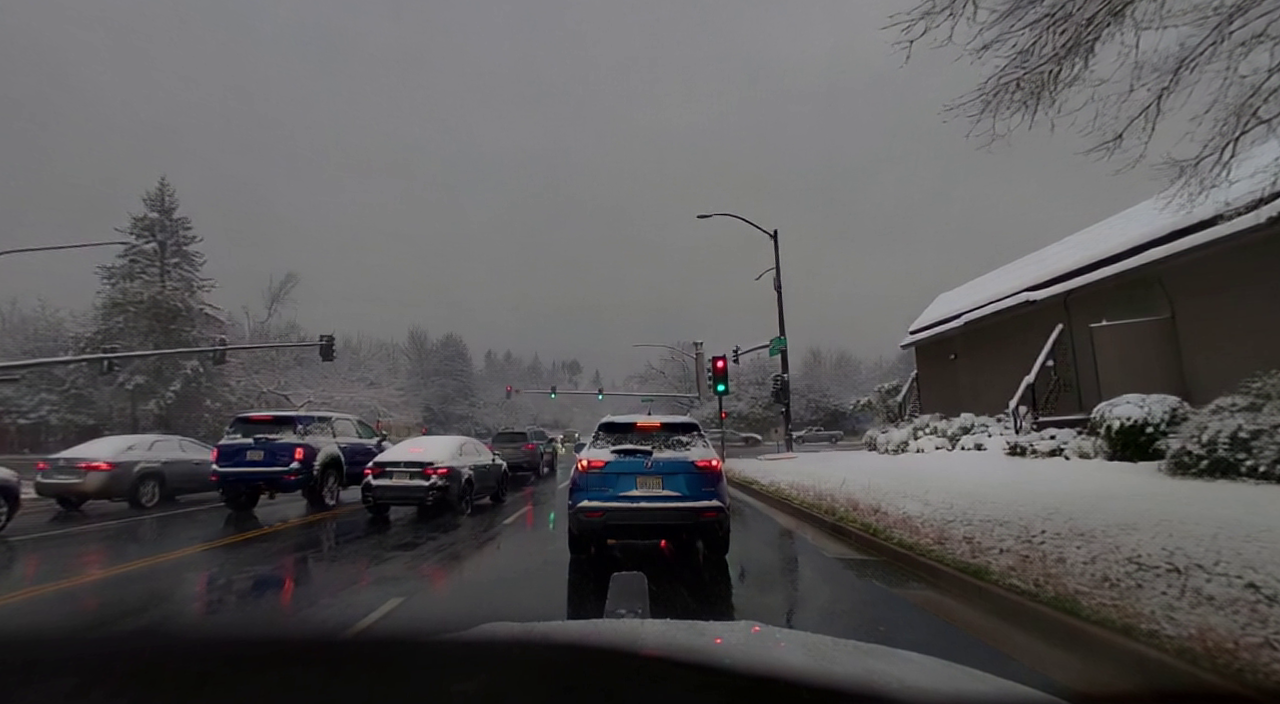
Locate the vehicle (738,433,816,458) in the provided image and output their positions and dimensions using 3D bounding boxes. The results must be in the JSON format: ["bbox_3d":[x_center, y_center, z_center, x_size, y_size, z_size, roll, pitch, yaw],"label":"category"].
[{"bbox_3d":[8.321,5.734,38.695,4.450,1.439,1.796,-1,-9,4],"label":"vehicle"}]

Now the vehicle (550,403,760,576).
[{"bbox_3d":[0.108,1.674,8.415,2.055,1.681,4.270,0,-9,-1],"label":"vehicle"}]

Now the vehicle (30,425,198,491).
[{"bbox_3d":[-17.669,3.576,21.583,2.136,1.976,4.342,0,-9,-4],"label":"vehicle"}]

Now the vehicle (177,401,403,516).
[{"bbox_3d":[-7.398,2.345,14.237,2.195,2.093,5.185,0,-9,-2],"label":"vehicle"}]

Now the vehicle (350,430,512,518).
[{"bbox_3d":[-4.082,2.451,13.200,1.942,1.523,4.212,0,-9,0],"label":"vehicle"}]
